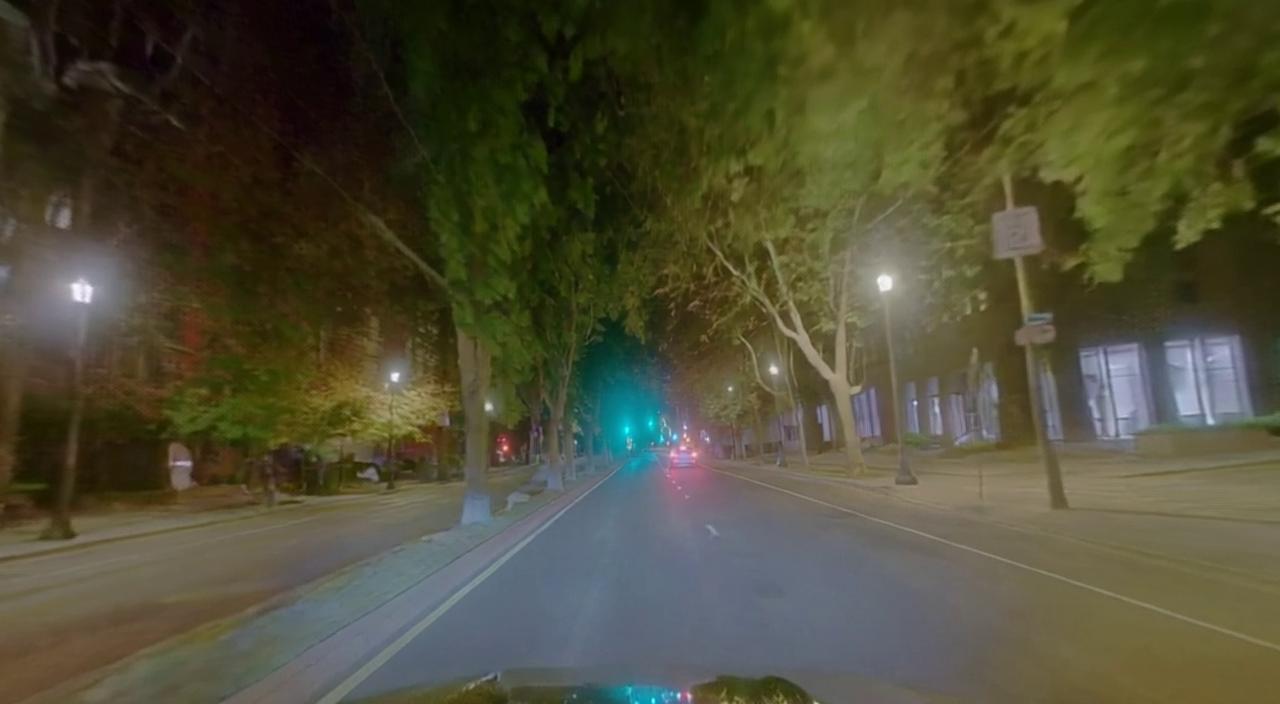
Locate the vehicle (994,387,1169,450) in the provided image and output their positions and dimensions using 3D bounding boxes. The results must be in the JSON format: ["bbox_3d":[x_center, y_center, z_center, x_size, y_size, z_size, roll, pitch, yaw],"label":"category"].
[{"bbox_3d":[18.279,2.741,26.353,5.640,2.310,2.101,2,-5,5],"label":"vehicle"}]

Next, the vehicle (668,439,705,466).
[{"bbox_3d":[3.120,6.849,43.120,2.129,1.719,4.205,0,-9,0],"label":"vehicle"}]
